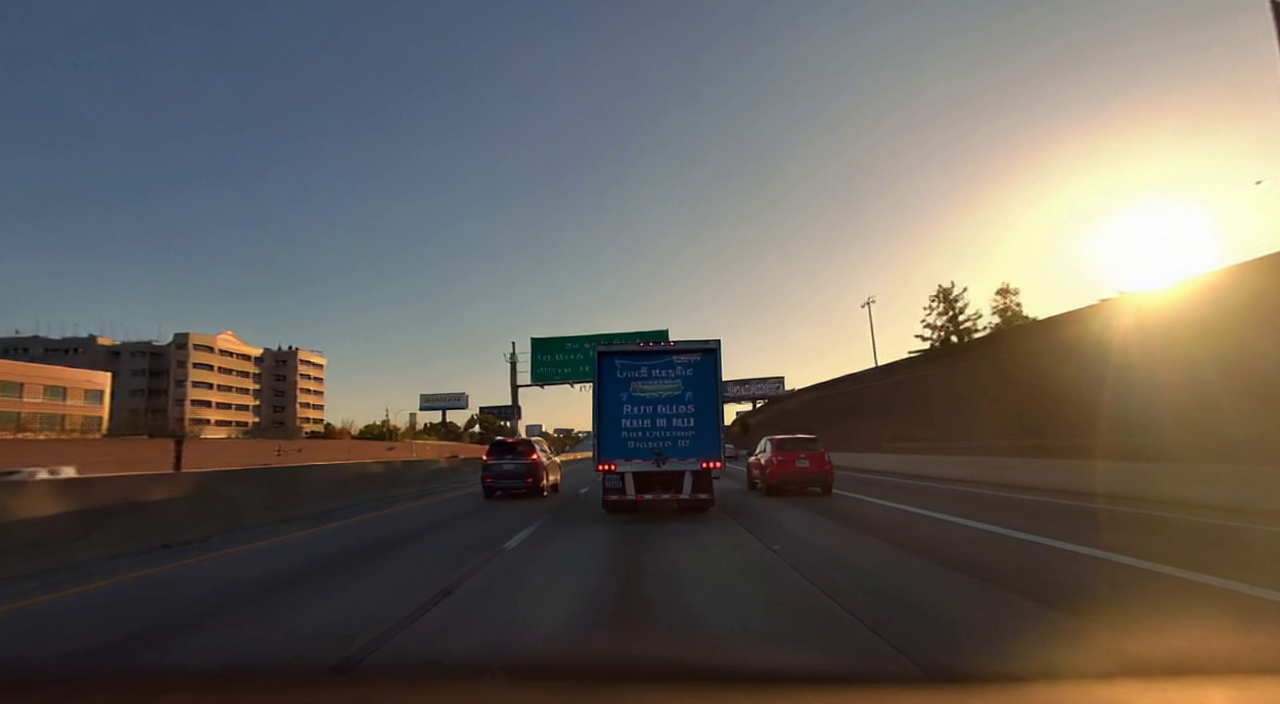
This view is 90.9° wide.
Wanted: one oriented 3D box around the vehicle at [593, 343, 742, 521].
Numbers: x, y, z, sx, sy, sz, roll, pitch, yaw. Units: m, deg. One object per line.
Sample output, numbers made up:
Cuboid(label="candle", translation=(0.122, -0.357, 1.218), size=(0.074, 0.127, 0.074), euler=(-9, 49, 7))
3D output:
Cuboid(label="vehicle", translation=(0.588, 2.090, 16.053), size=(2.733, 3.296, 8.571), euler=(0, -8, 1))

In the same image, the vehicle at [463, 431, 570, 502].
Cuboid(label="vehicle", translation=(-3.359, 3.202, 18.107), size=(2.030, 1.757, 4.509), euler=(0, -8, 2))

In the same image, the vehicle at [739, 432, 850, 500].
Cuboid(label="vehicle", translation=(4.219, 3.183, 18.044), size=(2.066, 1.692, 4.339), euler=(0, -8, 0))

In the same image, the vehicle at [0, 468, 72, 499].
Cuboid(label="vehicle", translation=(-34.928, 7.331, 35.156), size=(1.786, 1.506, 4.667), euler=(-2, -9, 8))
